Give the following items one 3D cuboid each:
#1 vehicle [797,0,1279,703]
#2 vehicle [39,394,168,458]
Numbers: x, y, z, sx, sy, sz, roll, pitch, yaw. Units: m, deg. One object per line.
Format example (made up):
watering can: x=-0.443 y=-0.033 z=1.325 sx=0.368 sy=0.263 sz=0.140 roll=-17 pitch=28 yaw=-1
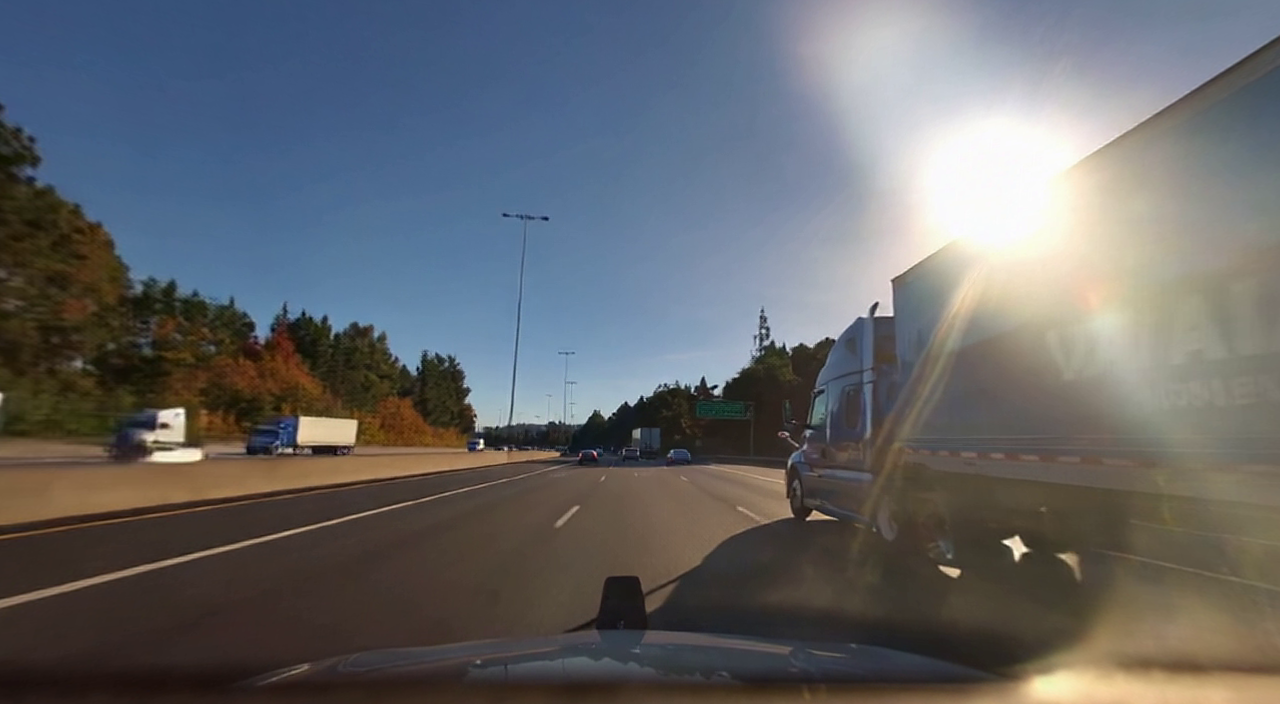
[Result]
vehicle: x=4.277 y=-0.112 z=3.489 sx=2.847 sy=4.075 sz=14.244 roll=0 pitch=-9 yaw=-1
vehicle: x=-35.304 y=5.022 z=41.826 sx=2.899 sy=3.870 sz=6.026 roll=-1 pitch=-9 yaw=3
